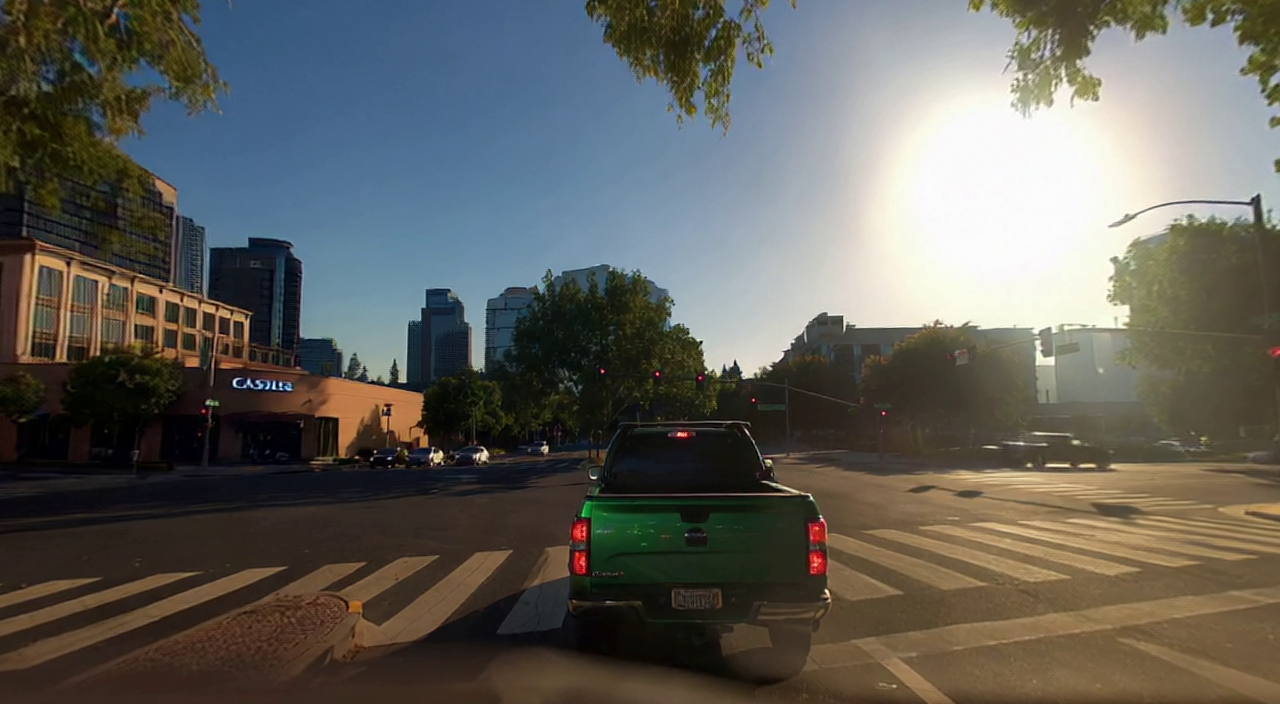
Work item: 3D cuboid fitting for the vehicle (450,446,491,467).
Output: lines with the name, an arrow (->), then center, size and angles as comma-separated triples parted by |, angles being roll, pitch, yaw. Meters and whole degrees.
vehicle -> -12.605, 7.766, 47.095 | 1.946, 1.474, 4.008 | 0, -9, 0

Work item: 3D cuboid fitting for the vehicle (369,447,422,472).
vehicle -> -16.257, 7.142, 42.243 | 1.883, 1.586, 4.297 | 0, -9, 0

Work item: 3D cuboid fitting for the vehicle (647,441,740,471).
vehicle -> 2.779, 5.420, 33.019 | 4.457, 1.464, 1.879 | -5, -10, 32

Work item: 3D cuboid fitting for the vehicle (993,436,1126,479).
vehicle -> 20.365, 5.069, 30.697 | 5.667, 1.927, 2.289 | 3, -9, -20
